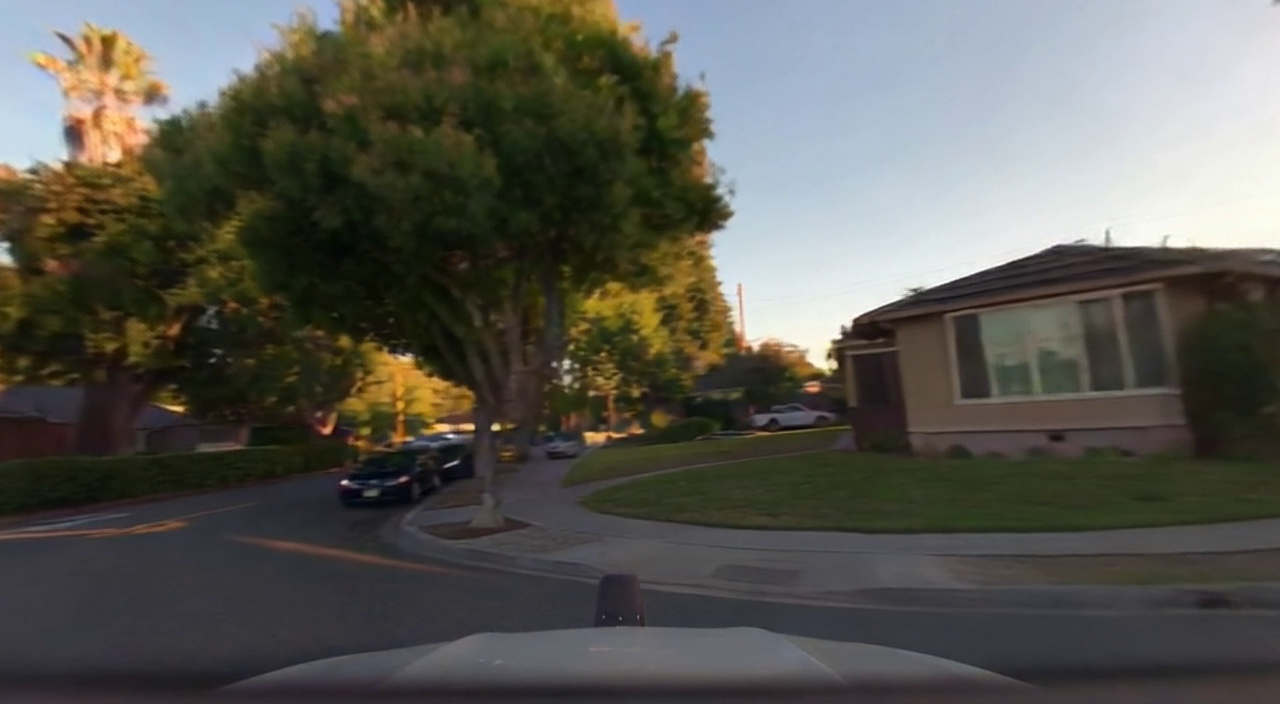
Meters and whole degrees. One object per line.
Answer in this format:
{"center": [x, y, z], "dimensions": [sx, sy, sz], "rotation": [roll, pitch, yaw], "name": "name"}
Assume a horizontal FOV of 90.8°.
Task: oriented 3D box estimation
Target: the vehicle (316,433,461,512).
{"center": [-5.630, 2.713, 14.862], "dimensions": [1.969, 1.493, 4.681], "rotation": [0, -8, -7], "name": "vehicle"}

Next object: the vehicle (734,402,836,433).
{"center": [7.617, 3.473, 33.497], "dimensions": [4.799, 1.469, 2.010], "rotation": [0, -8, -5], "name": "vehicle"}
